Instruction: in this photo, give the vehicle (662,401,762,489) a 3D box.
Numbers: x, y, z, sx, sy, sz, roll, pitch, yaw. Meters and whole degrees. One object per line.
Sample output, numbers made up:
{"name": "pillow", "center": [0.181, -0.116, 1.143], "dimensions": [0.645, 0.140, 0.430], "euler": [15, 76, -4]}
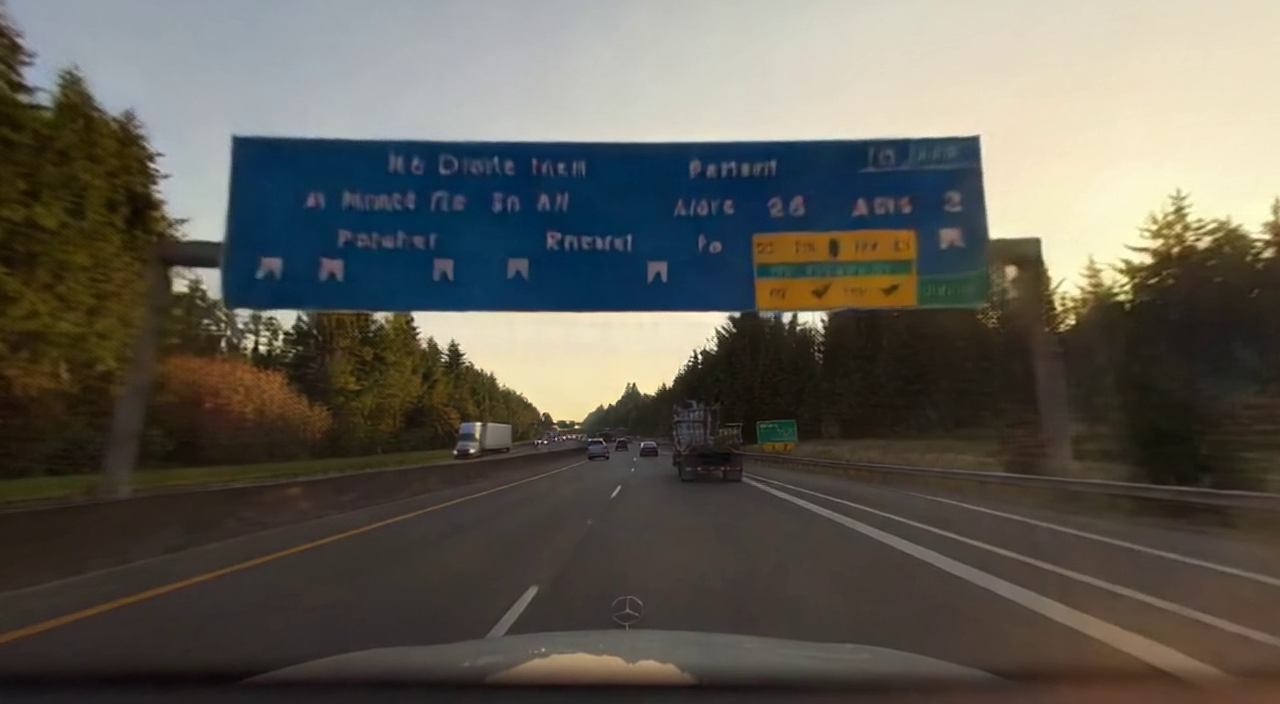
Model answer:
{"name": "vehicle", "center": [2.104, 3.050, 20.791], "dimensions": [2.677, 2.439, 6.402], "euler": [0, -8, 1]}
